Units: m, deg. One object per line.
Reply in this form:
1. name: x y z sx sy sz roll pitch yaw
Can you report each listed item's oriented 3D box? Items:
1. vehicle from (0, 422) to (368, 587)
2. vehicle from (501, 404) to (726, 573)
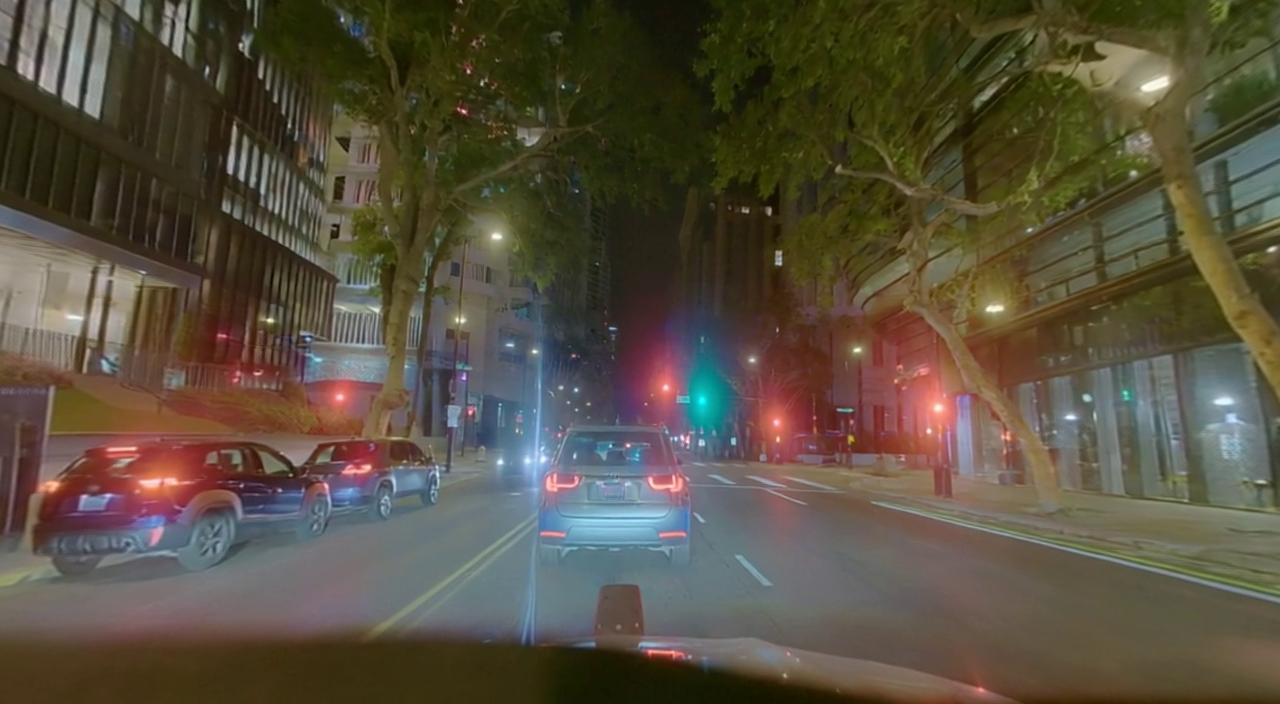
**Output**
1. vehicle: -5.760 1.918 8.860 1.904 1.684 4.529 0 -9 -1
2. vehicle: -0.249 1.671 8.397 2.258 1.687 3.934 0 -9 1
